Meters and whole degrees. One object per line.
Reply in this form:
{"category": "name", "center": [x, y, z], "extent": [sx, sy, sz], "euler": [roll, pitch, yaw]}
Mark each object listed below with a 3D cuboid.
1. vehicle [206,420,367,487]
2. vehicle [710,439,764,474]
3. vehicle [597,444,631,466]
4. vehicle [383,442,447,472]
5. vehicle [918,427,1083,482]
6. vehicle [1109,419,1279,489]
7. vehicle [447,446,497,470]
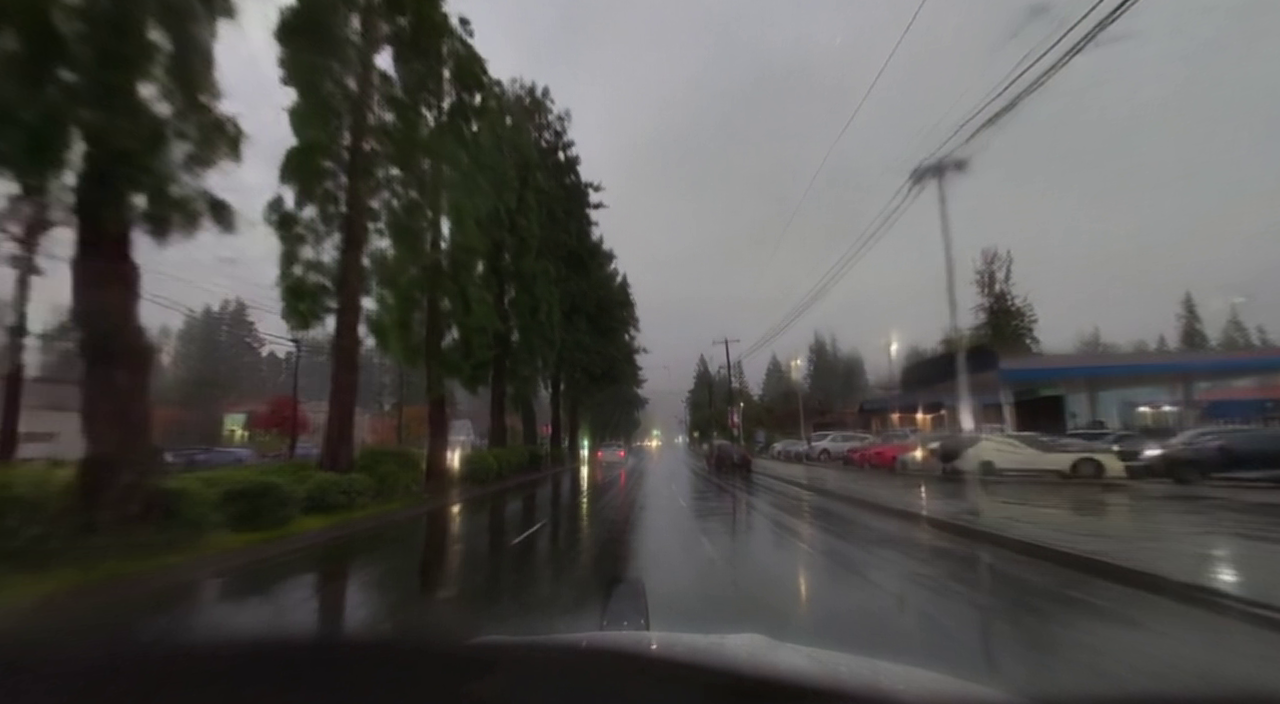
{"category": "vehicle", "center": [-18.516, 5.427, 34.116], "extent": [2.953, 3.076, 9.336], "euler": [0, -9, 3]}
{"category": "vehicle", "center": [4.978, 5.428, 32.932], "extent": [2.179, 1.709, 4.512], "euler": [0, -9, 1]}
{"category": "vehicle", "center": [-1.706, 6.955, 42.729], "extent": [1.959, 1.406, 4.272], "euler": [0, -9, 2]}
{"category": "vehicle", "center": [-14.213, 6.643, 40.151], "extent": [2.163, 1.761, 4.811], "euler": [0, -9, 2]}
{"category": "vehicle", "center": [12.315, 3.530, 21.771], "extent": [4.454, 1.776, 1.891], "euler": [0, -9, 1]}
{"category": "vehicle", "center": [15.826, 2.836, 17.627], "extent": [1.823, 1.669, 4.863], "euler": [-1, -9, 3]}
{"category": "vehicle", "center": [-10.480, 6.614, 39.613], "extent": [1.801, 1.407, 4.270], "euler": [0, -9, 2]}
